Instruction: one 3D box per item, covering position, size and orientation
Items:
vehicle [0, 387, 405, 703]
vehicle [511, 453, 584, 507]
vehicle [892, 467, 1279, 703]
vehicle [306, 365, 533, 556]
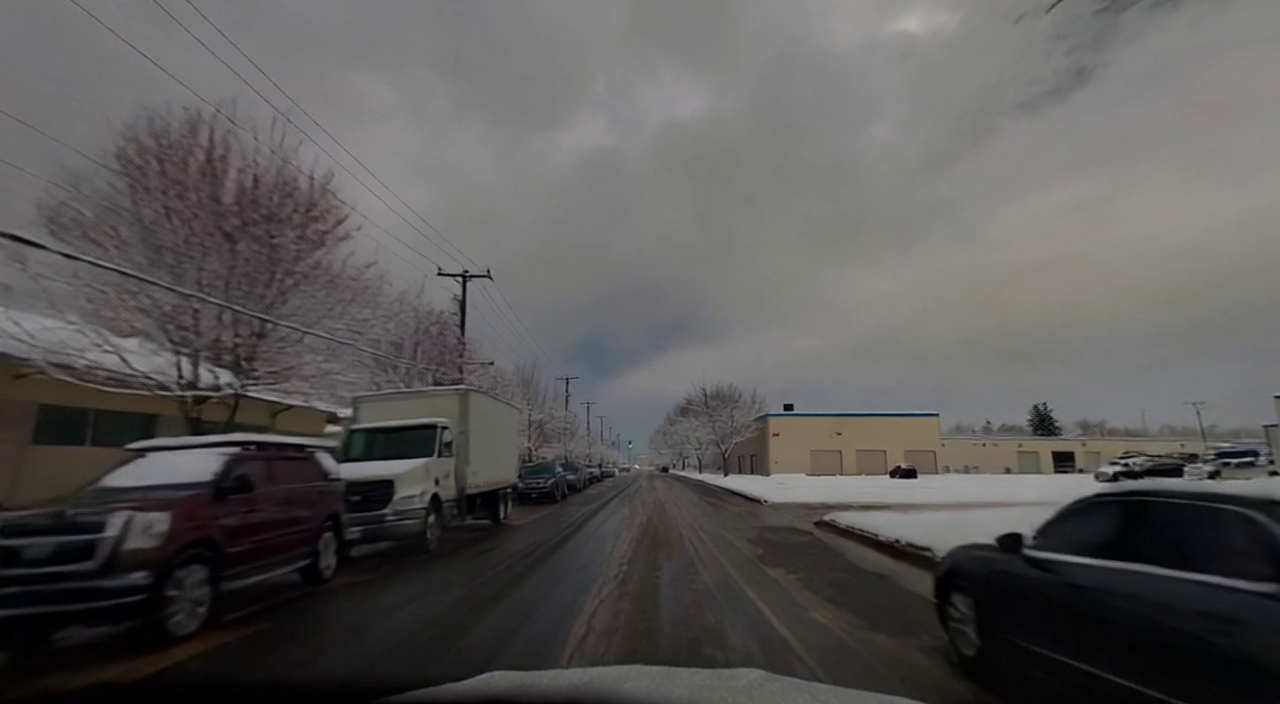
[{"bbox_3d":[-3.852,1.429,5.513,1.917,1.735,4.032,1,-11,1],"label":"vehicle"},{"bbox_3d":[-3.270,4.623,23.238,1.886,1.640,4.311,2,-8,2],"label":"vehicle"},{"bbox_3d":[2.927,1.312,3.049,1.819,1.446,3.909,1,-11,1],"label":"vehicle"},{"bbox_3d":[-3.649,2.068,11.973,2.242,2.726,5.581,1,-11,-1],"label":"vehicle"}]
